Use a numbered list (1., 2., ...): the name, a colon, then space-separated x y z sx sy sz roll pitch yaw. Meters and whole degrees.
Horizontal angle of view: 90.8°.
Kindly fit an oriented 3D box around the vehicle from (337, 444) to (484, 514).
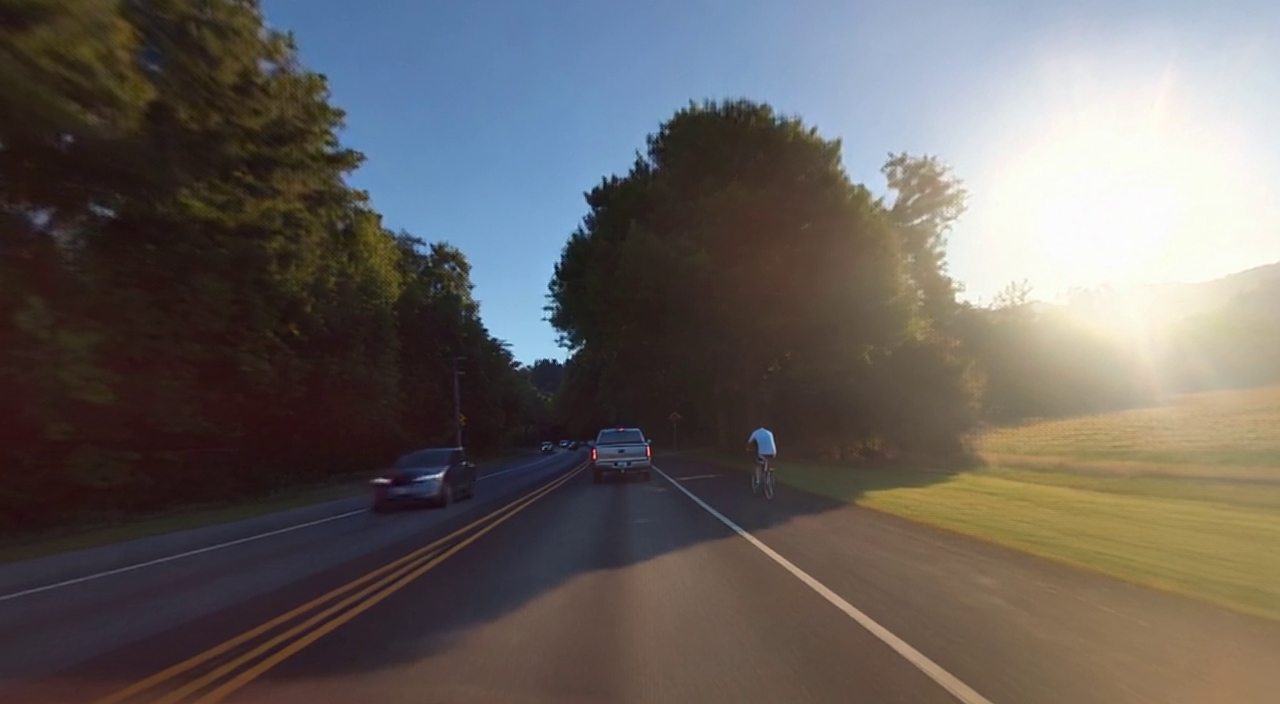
1. vehicle: -5.657 3.161 16.356 2.118 1.513 4.602 -1 -8 0

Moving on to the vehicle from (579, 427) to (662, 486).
1. vehicle: -0.737 3.691 22.663 2.631 1.798 5.331 0 -8 -2
